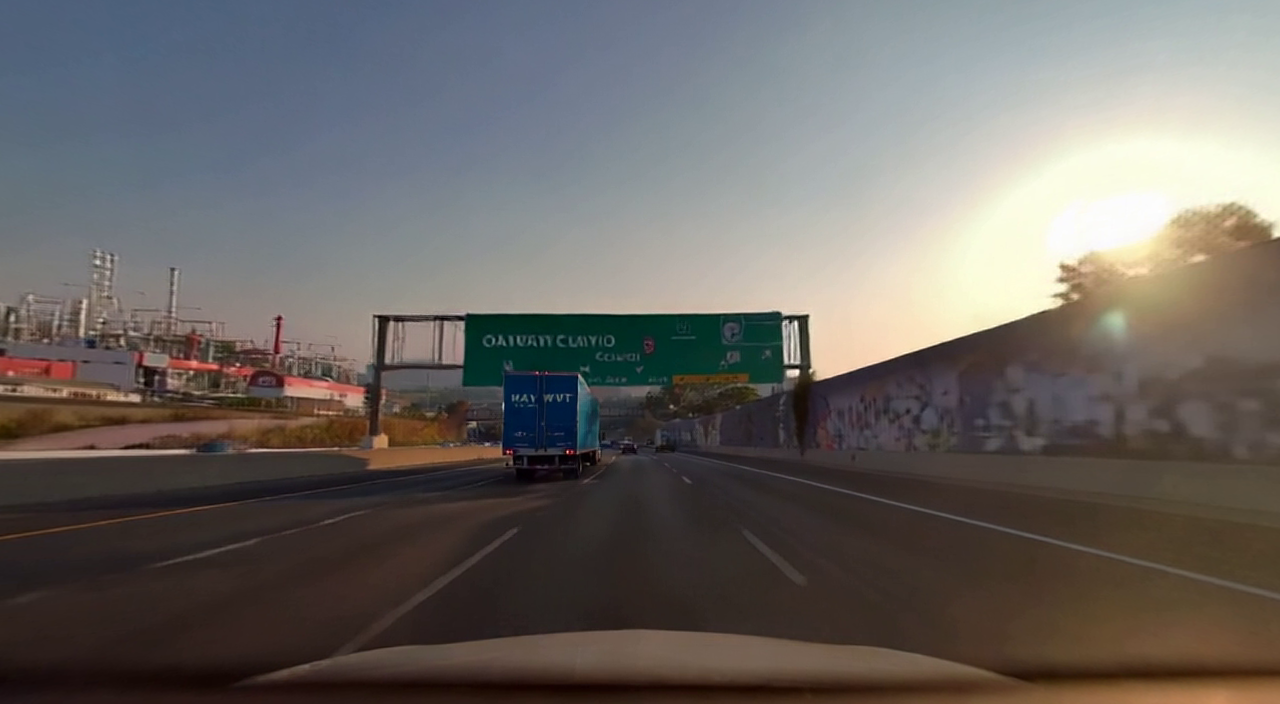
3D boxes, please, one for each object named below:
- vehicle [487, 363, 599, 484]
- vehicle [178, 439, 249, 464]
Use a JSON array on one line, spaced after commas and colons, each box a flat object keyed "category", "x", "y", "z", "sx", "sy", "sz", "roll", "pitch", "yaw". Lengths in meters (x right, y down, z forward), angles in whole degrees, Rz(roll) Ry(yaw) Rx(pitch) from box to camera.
[{"category": "vehicle", "x": -3.622, "y": 2.924, "z": 26.101, "sx": 2.977, "sy": 4.048, "sz": 8.890, "roll": 2, "pitch": -6, "yaw": 1}, {"category": "vehicle", "x": -29.530, "y": 6.889, "z": 43.829, "sx": 1.757, "sy": 1.592, "sz": 4.390, "roll": -1, "pitch": -8, "yaw": 3}]
